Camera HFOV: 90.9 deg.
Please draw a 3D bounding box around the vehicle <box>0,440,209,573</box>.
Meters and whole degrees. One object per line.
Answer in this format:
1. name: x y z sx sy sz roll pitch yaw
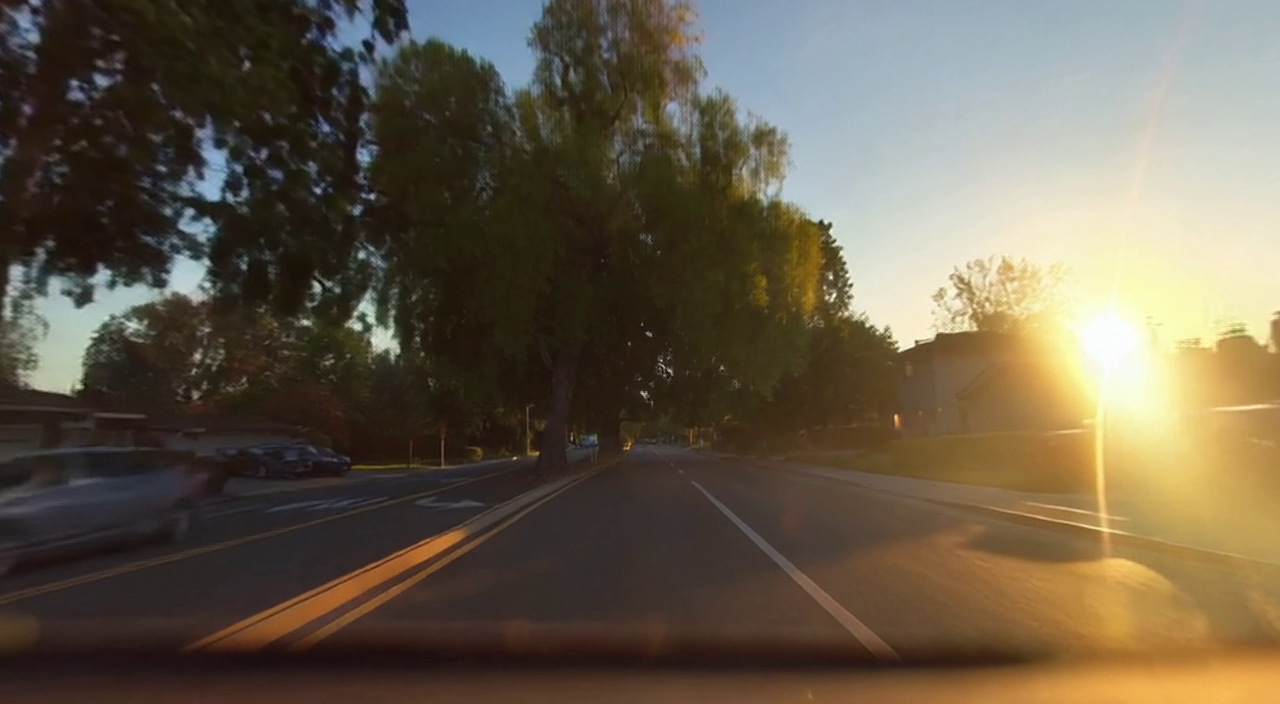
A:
1. vehicle: -8.509 2.010 8.692 2.044 1.548 4.284 0 -8 1
